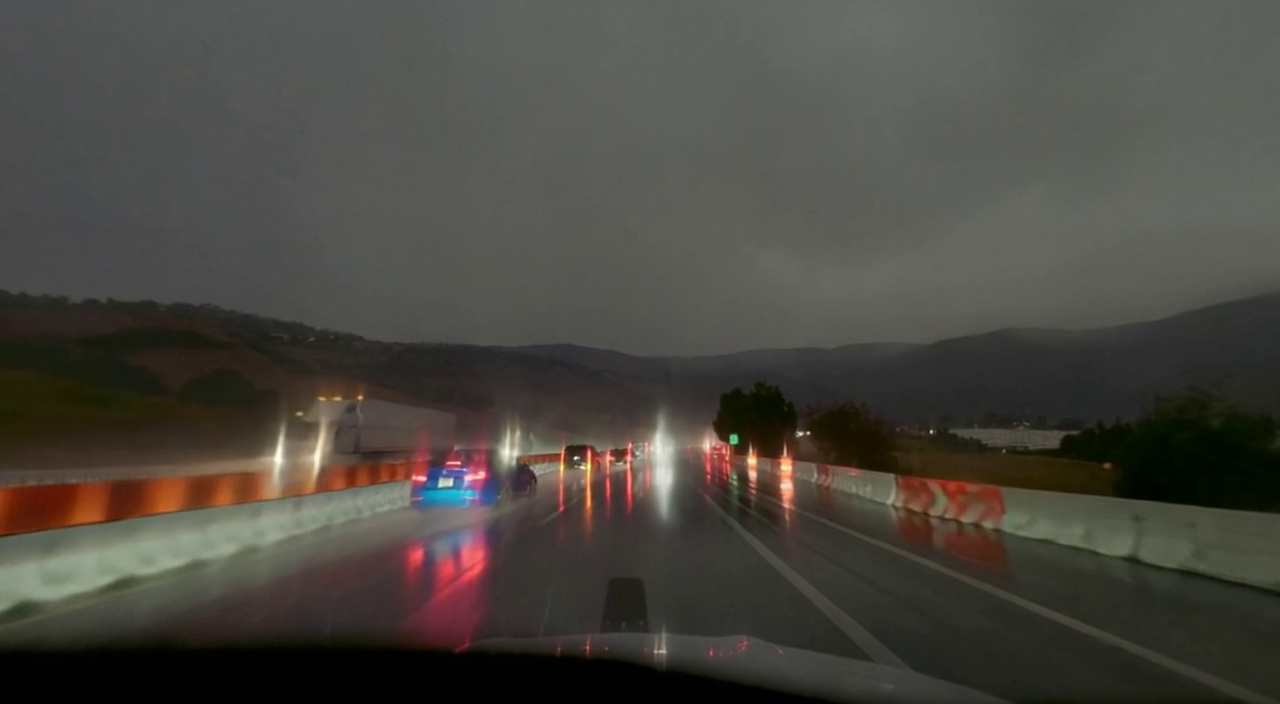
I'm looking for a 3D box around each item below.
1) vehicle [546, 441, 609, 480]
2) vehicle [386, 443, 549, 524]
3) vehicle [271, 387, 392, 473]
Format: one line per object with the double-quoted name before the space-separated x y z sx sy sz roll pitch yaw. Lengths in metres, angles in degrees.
"vehicle" -2.539 4.569 26.729 2.094 1.480 4.124 0 -9 2
"vehicle" -3.168 2.508 12.533 2.061 1.330 3.928 0 -9 1
"vehicle" -16.549 4.329 34.442 3.005 4.223 6.332 -1 -9 2
